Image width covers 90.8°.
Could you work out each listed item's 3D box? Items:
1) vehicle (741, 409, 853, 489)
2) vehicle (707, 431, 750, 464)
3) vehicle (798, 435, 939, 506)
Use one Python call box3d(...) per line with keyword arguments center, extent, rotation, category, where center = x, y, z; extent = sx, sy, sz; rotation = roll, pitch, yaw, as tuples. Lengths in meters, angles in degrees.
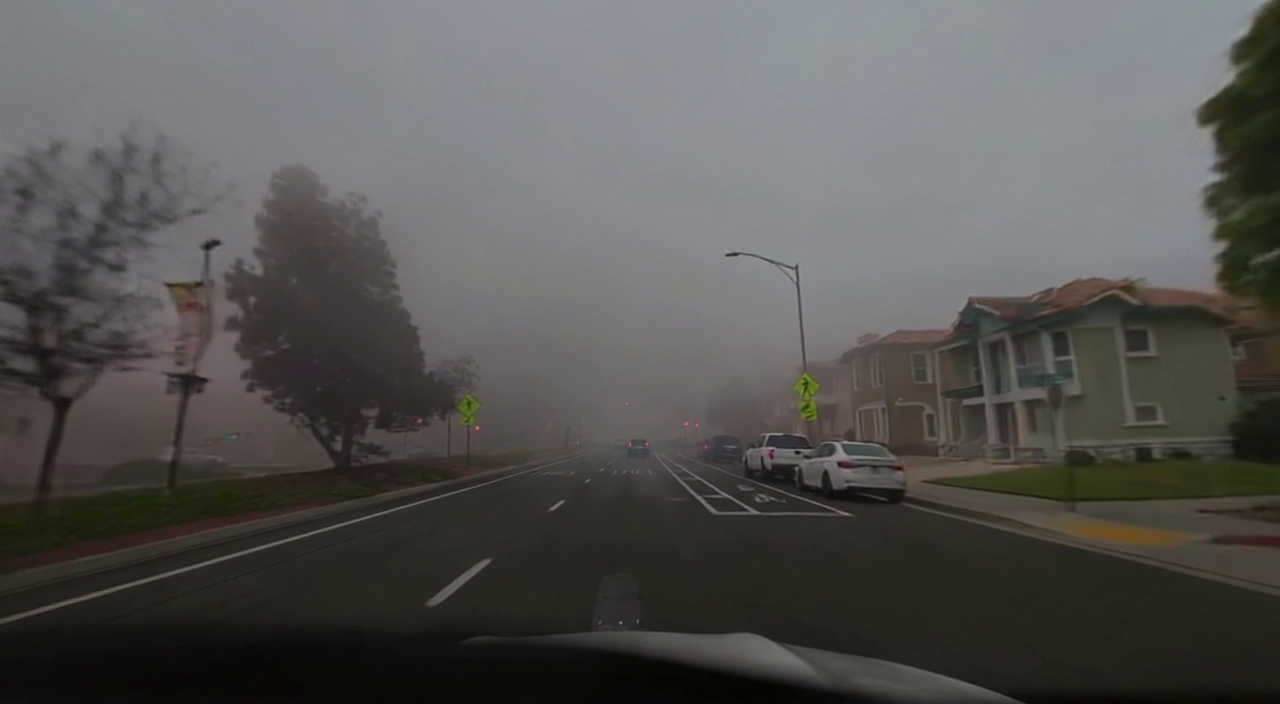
box3d(center=(5.433, 3.524, 23.014), extent=(2.324, 2.468, 6.422), rotation=(0, -9, -1), category="vehicle")
box3d(center=(5.557, 6.053, 40.264), extent=(2.008, 1.930, 4.919), rotation=(0, -8, 1), category="vehicle")
box3d(center=(5.719, 3.013, 16.527), extent=(1.940, 1.584, 4.553), rotation=(0, -9, 0), category="vehicle")
